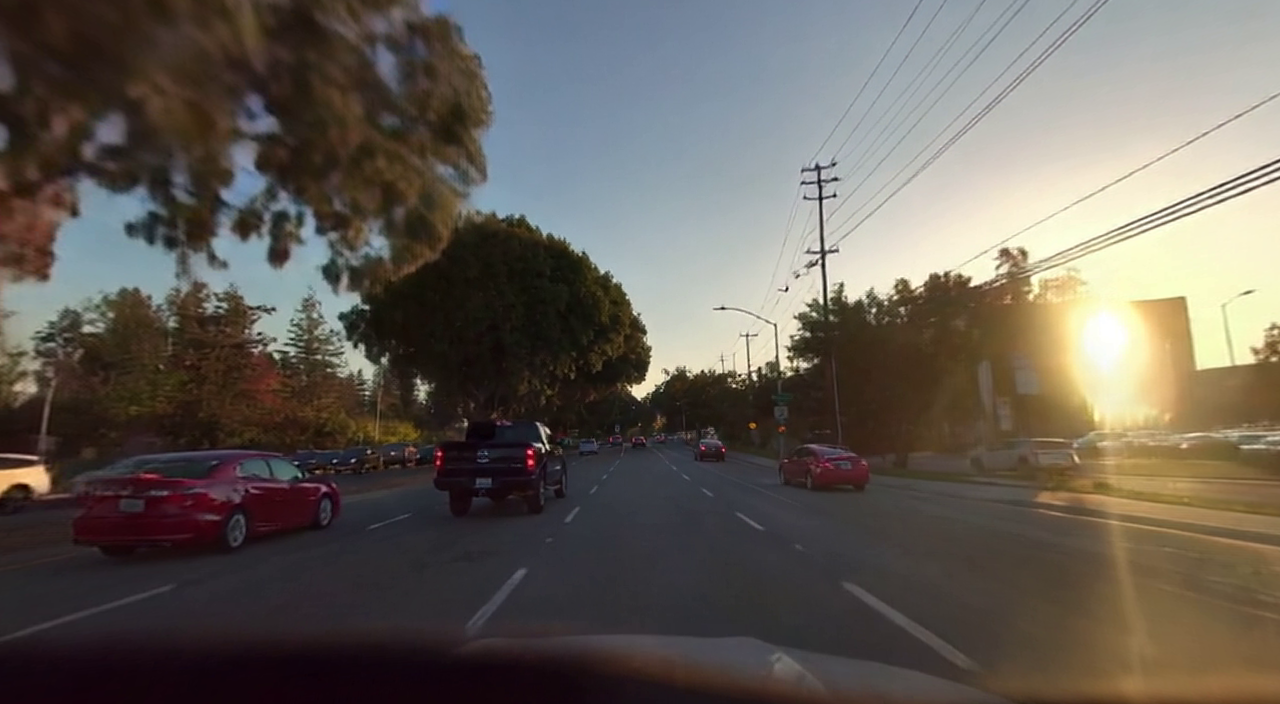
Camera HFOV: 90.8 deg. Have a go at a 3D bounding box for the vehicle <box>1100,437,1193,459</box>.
[{"bbox_3d":[35.056,6.679,43.827,4.630,1.444,1.994,0,-9,2],"label":"vehicle"}]

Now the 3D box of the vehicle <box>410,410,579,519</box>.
[{"bbox_3d":[-2.983,2.536,14.790,2.467,1.991,6.089,0,-9,1],"label":"vehicle"}]

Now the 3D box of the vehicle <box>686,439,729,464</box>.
[{"bbox_3d":[4.194,6.277,40.002,2.071,1.435,4.226,0,-9,-3],"label":"vehicle"}]

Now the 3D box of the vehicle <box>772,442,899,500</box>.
[{"bbox_3d":[5.402,3.341,18.190,1.840,1.428,4.602,1,-9,-5],"label":"vehicle"}]

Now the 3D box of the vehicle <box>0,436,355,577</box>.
[{"bbox_3d":[-6.310,2.026,9.218,2.035,1.497,4.723,0,-9,1],"label":"vehicle"}]

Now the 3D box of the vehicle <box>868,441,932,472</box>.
[{"bbox_3d":[16.581,6.675,40.632,2.044,1.812,4.935,0,-9,1],"label":"vehicle"}]

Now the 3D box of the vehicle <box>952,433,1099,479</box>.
[{"bbox_3d":[17.708,4.808,29.517,2.267,1.925,5.964,2,-9,-12],"label":"vehicle"}]

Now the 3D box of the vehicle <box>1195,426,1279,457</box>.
[{"bbox_3d":[34.789,5.105,36.011,4.595,1.701,2.257,2,-9,-12],"label":"vehicle"}]

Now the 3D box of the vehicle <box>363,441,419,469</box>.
[{"bbox_3d":[-17.800,7.370,45.470,2.114,1.892,4.773,0,-8,-1],"label":"vehicle"}]
